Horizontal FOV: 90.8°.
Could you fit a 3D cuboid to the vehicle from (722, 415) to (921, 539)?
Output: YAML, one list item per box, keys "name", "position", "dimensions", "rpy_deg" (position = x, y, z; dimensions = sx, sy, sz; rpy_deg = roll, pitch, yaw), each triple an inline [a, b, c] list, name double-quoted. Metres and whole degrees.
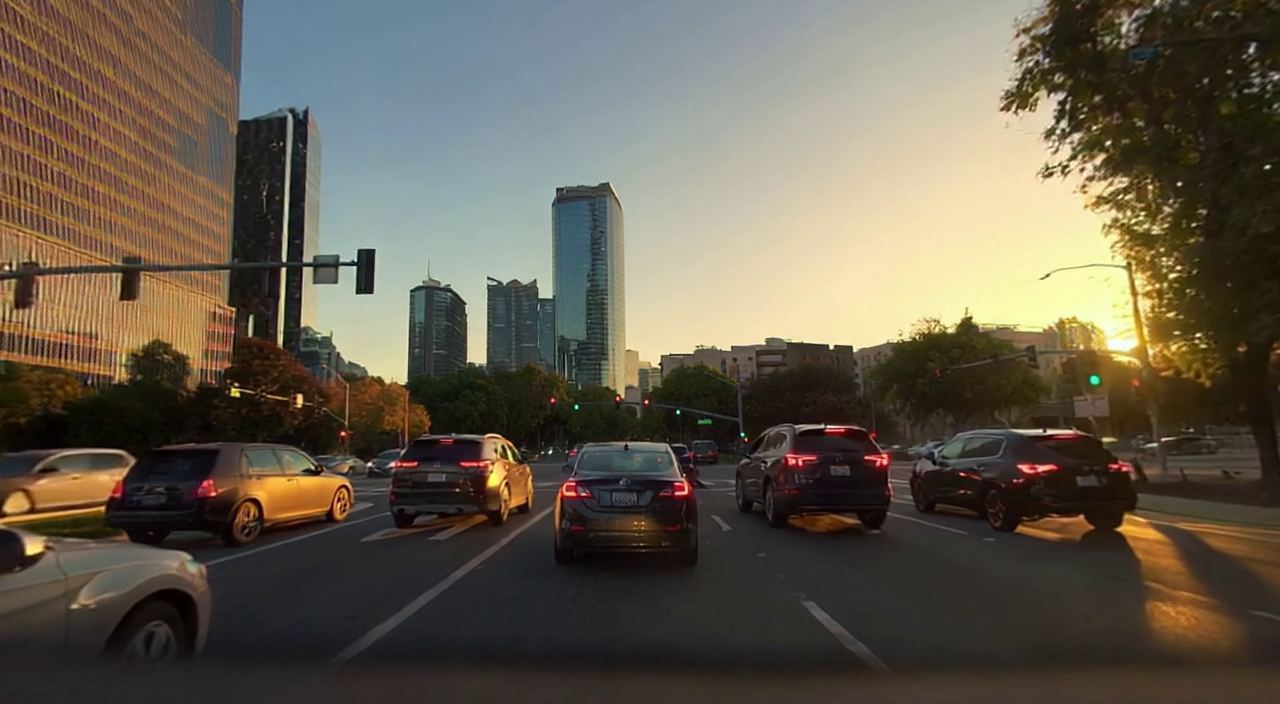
- name: "vehicle"
  position: [2.921, 2.141, 11.434]
  dimensions: [2.138, 1.778, 4.422]
  rpy_deg: [0, -8, -2]

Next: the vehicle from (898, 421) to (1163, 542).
- name: "vehicle"
  position: [6.474, 2.169, 11.220]
  dimensions: [1.945, 1.706, 4.190]
  rpy_deg: [0, -8, -1]

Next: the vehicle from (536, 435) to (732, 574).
- name: "vehicle"
  position: [-0.111, 1.936, 8.826]
  dimensions: [2.098, 1.461, 3.958]
  rpy_deg: [0, -8, -1]

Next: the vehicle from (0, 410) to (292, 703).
- name: "vehicle"
  position: [-3.189, 0.861, 1.630]
  dimensions: [2.045, 1.463, 4.490]
  rpy_deg: [0, -8, -1]

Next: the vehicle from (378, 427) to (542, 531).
- name: "vehicle"
  position: [-3.354, 2.451, 12.763]
  dimensions: [2.033, 1.714, 4.278]
  rpy_deg: [0, -8, 0]

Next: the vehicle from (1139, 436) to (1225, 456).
- name: "vehicle"
  position: [40.060, 6.924, 46.738]
  dimensions: [4.644, 1.430, 1.781]
  rpy_deg: [0, -9, -1]
